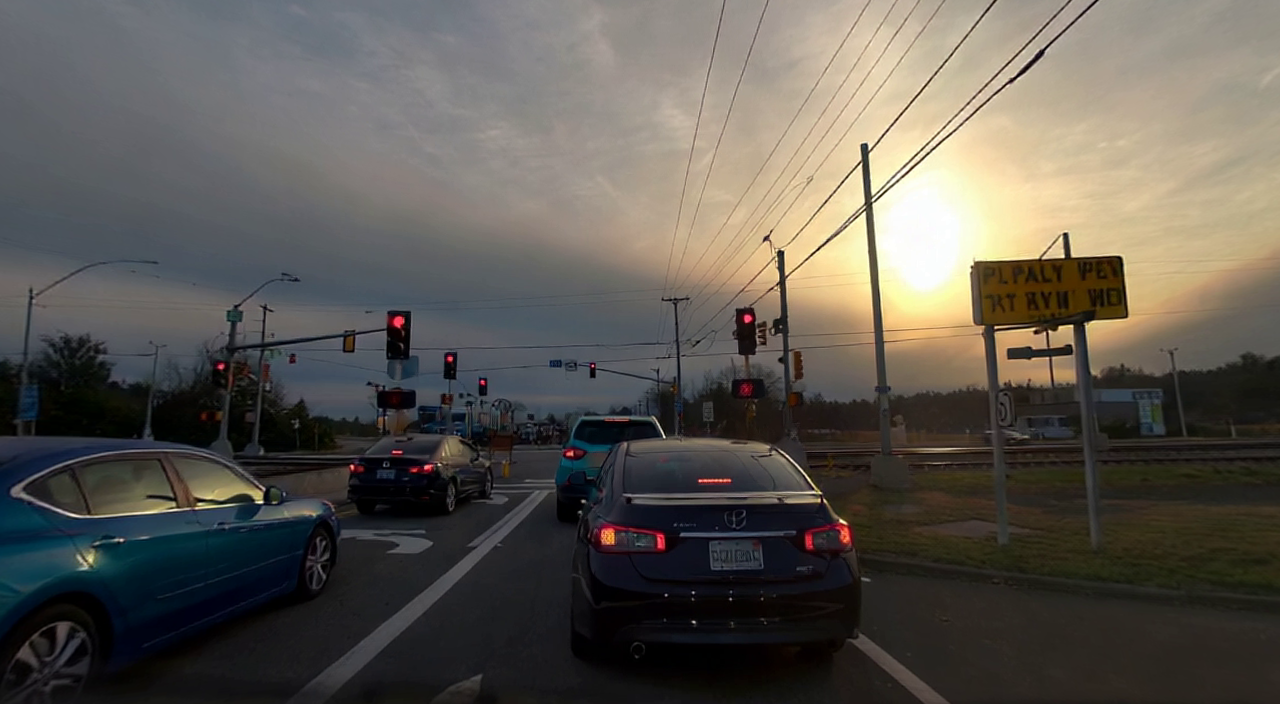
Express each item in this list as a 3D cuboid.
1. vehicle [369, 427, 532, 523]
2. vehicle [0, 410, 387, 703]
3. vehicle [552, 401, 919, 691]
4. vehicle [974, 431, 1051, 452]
[{"bbox_3d":[-3.357,2.260,12.086,1.984,1.505,3.982,0,-9,-2],"label":"vehicle"},{"bbox_3d":[-3.710,1.251,4.453,1.956,1.468,4.585,0,-9,0],"label":"vehicle"},{"bbox_3d":[0.405,1.337,5.460,1.998,1.529,3.960,1,-9,-4],"label":"vehicle"},{"bbox_3d":[27.473,6.607,46.667,4.453,1.476,1.887,0,-9,0],"label":"vehicle"}]
